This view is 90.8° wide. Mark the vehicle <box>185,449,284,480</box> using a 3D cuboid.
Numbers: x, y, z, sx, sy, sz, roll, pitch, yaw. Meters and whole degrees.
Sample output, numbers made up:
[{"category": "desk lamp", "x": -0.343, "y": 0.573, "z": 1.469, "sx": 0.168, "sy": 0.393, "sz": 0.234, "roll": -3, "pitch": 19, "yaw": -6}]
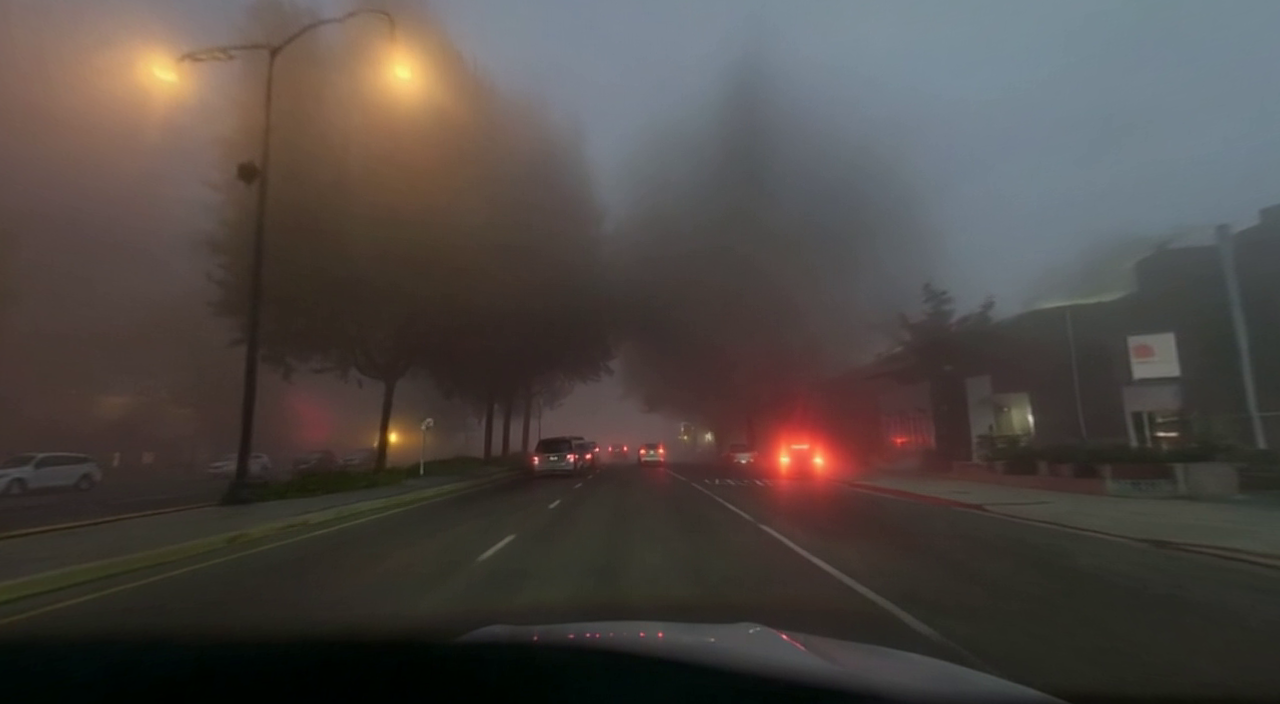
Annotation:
[{"category": "vehicle", "x": -22.260, "y": 6.188, "z": 34.989, "sx": 2.111, "sy": 1.554, "sz": 5.163, "roll": 0, "pitch": -9, "yaw": -1}]

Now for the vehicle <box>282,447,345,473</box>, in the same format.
[{"category": "vehicle", "x": -22.545, "y": 7.456, "z": 43.837, "sx": 1.910, "sy": 1.632, "sz": 4.624, "roll": 0, "pitch": -9, "yaw": 0}]

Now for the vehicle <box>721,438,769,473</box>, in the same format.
[{"category": "vehicle", "x": 6.151, "y": 6.123, "z": 37.560, "sx": 1.997, "sy": 1.943, "sz": 4.409, "roll": 0, "pitch": -9, "yaw": -1}]

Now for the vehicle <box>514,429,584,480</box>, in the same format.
[{"category": "vehicle", "x": -3.736, "y": 4.329, "z": 26.876, "sx": 2.223, "sy": 1.957, "sz": 4.845, "roll": 0, "pitch": -9, "yaw": 0}]

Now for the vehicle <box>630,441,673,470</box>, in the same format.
[{"category": "vehicle", "x": 0.609, "y": 6.055, "z": 37.190, "sx": 2.201, "sy": 1.589, "sz": 3.843, "roll": 0, "pitch": -9, "yaw": -4}]

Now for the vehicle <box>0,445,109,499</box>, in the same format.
[{"category": "vehicle", "x": -22.116, "y": 4.251, "z": 22.738, "sx": 1.996, "sy": 1.767, "sz": 4.613, "roll": 0, "pitch": -9, "yaw": -1}]

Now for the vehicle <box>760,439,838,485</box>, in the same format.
[{"category": "vehicle", "x": 6.464, "y": 4.503, "z": 26.189, "sx": 2.164, "sy": 1.727, "sz": 3.955, "roll": 0, "pitch": -9, "yaw": 0}]
